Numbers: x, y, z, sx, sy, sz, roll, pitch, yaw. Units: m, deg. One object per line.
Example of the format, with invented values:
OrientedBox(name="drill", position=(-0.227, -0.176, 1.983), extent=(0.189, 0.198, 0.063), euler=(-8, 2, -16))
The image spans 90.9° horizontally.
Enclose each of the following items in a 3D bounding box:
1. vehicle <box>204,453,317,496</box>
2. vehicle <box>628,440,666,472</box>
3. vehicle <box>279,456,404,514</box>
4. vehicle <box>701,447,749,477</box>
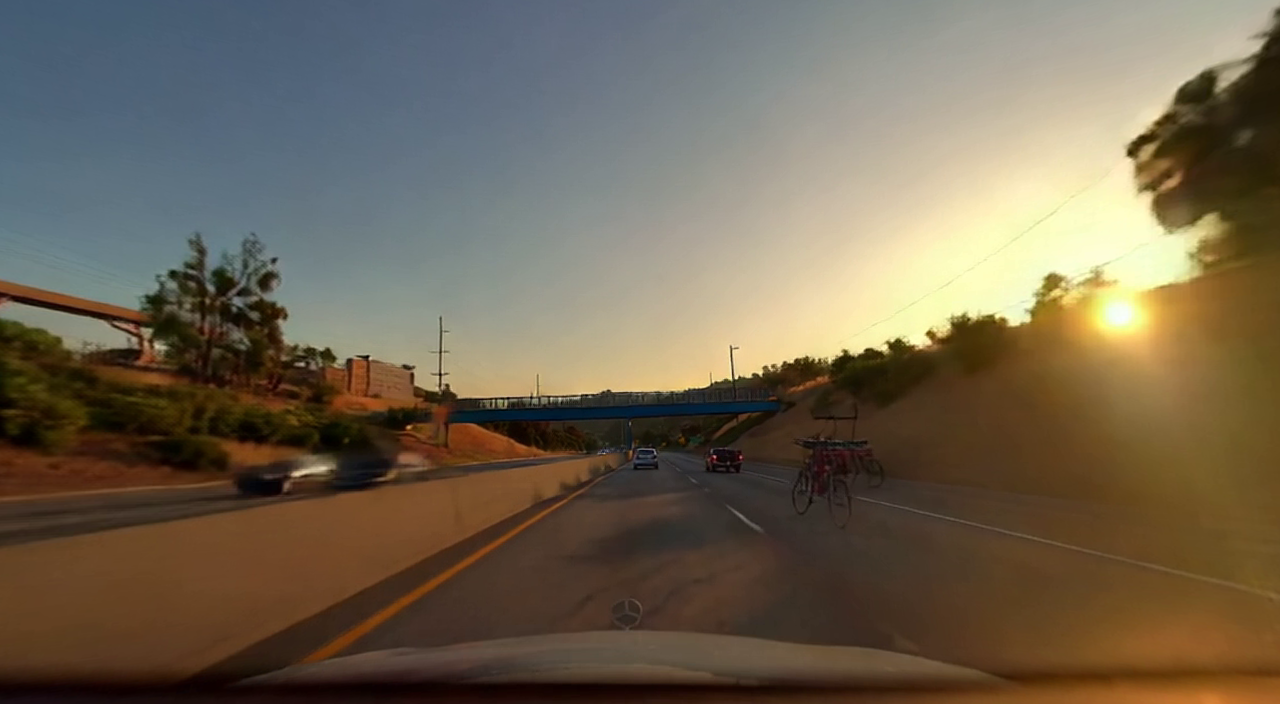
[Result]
OrientedBox(name="vehicle", position=(-15.115, 4.886, 25.429), extent=(1.874, 1.535, 4.265), euler=(0, -9, 0))
OrientedBox(name="vehicle", position=(0.513, 6.909, 42.053), extent=(2.369, 1.948, 5.343), euler=(0, -9, 2))
OrientedBox(name="vehicle", position=(-8.634, 3.840, 18.607), extent=(1.840, 1.482, 3.574), euler=(0, -9, 1))
OrientedBox(name="vehicle", position=(4.614, 6.069, 35.037), extent=(1.988, 1.505, 4.958), euler=(0, -9, 0))
